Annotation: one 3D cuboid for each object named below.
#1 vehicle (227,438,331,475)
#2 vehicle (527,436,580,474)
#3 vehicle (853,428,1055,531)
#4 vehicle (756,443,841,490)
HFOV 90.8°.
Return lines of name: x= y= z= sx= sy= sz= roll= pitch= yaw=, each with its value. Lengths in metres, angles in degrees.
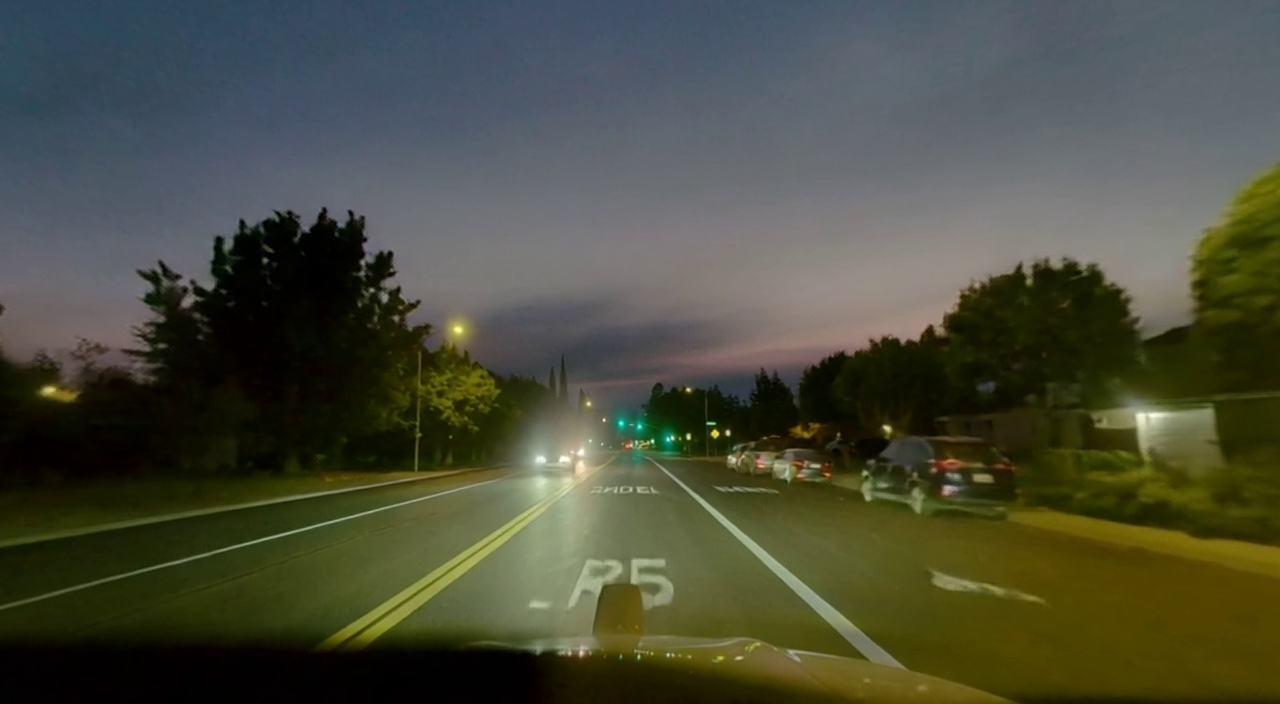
vehicle: x=-21.110 y=6.118 z=37.148 sx=4.461 sy=2.065 sz=2.574 roll=0 pitch=-8 yaw=-2
vehicle: x=-4.509 y=5.443 z=33.741 sx=2.050 sy=1.841 sz=5.290 roll=0 pitch=-8 yaw=0
vehicle: x=6.588 y=2.692 z=13.992 sx=2.099 sy=1.878 sz=4.476 roll=0 pitch=-8 yaw=-1
vehicle: x=6.294 y=4.575 z=25.688 sx=2.226 sy=1.682 sz=4.461 roll=0 pitch=-8 yaw=-1
